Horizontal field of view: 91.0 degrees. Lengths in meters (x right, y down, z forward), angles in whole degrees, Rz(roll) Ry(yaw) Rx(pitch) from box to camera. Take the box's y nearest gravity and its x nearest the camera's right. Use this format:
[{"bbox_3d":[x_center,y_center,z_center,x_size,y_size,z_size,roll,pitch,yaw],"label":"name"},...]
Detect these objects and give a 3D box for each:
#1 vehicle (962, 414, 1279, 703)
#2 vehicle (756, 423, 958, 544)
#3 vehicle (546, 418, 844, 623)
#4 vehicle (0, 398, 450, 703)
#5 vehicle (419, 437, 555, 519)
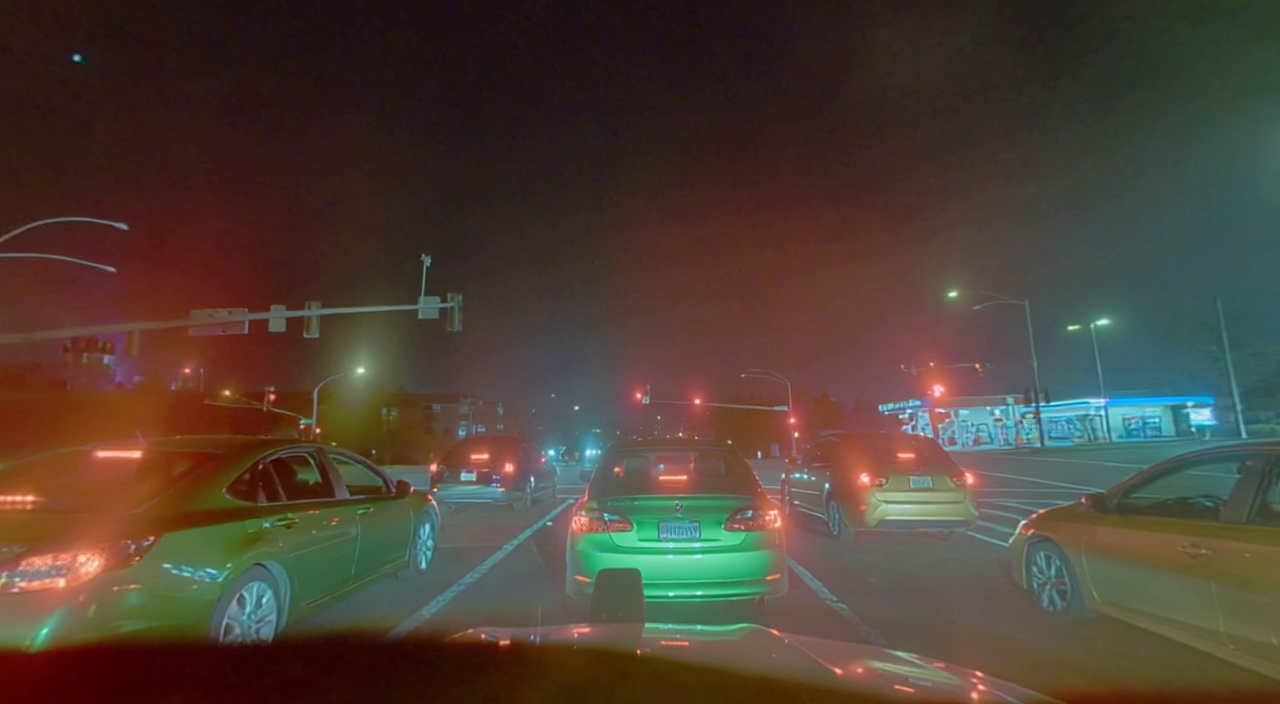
[{"bbox_3d":[4.167,1.136,3.629,1.950,1.497,4.686,0,-9,-3],"label":"vehicle"},{"bbox_3d":[3.374,2.122,10.785,1.947,1.630,4.127,0,-9,0],"label":"vehicle"},{"bbox_3d":[0.356,1.581,6.922,2.220,1.507,4.317,0,-9,-1],"label":"vehicle"},{"bbox_3d":[-3.016,1.250,4.598,1.887,1.493,4.255,0,-9,1],"label":"vehicle"},{"bbox_3d":[-3.084,2.637,13.685,1.867,1.474,4.237,0,-9,0],"label":"vehicle"}]
